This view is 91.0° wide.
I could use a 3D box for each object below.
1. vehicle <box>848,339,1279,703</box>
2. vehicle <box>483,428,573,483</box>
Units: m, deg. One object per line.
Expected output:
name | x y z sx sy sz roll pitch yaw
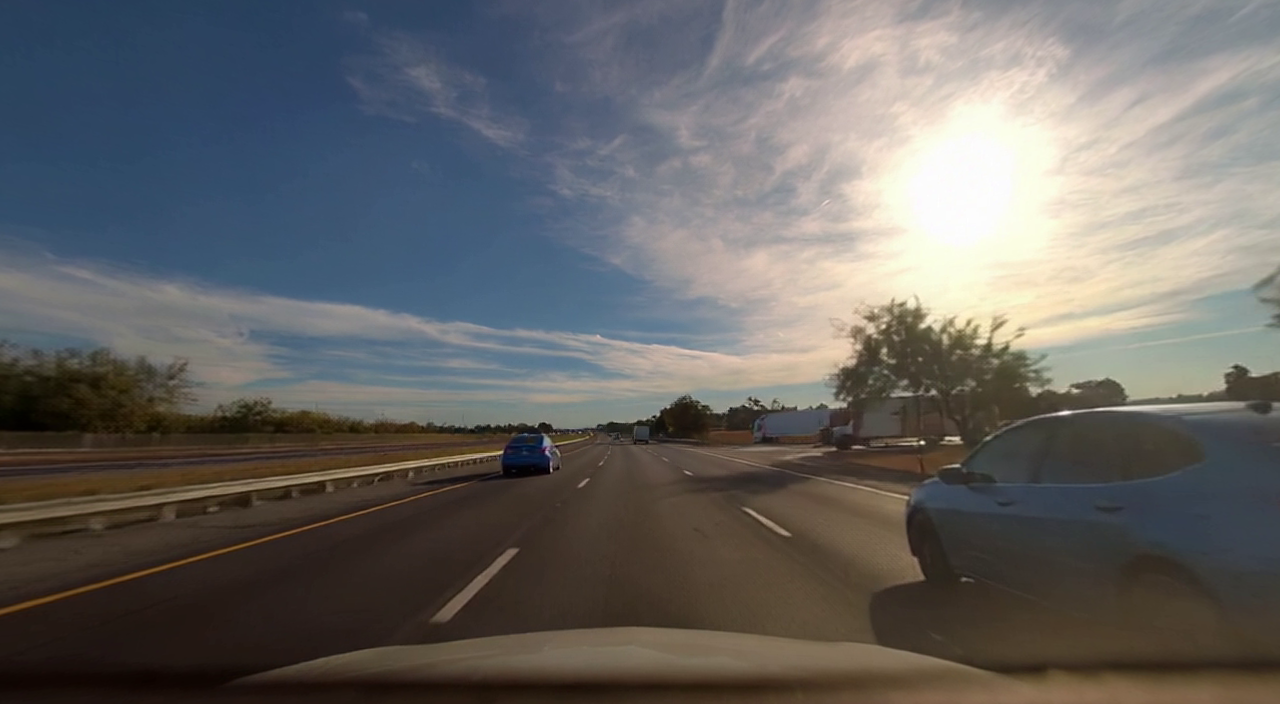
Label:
vehicle | 3.323 1.060 4.184 2.349 1.651 4.161 0 -8 -1
vehicle | -3.595 3.415 21.093 2.206 1.604 4.374 0 -8 0
